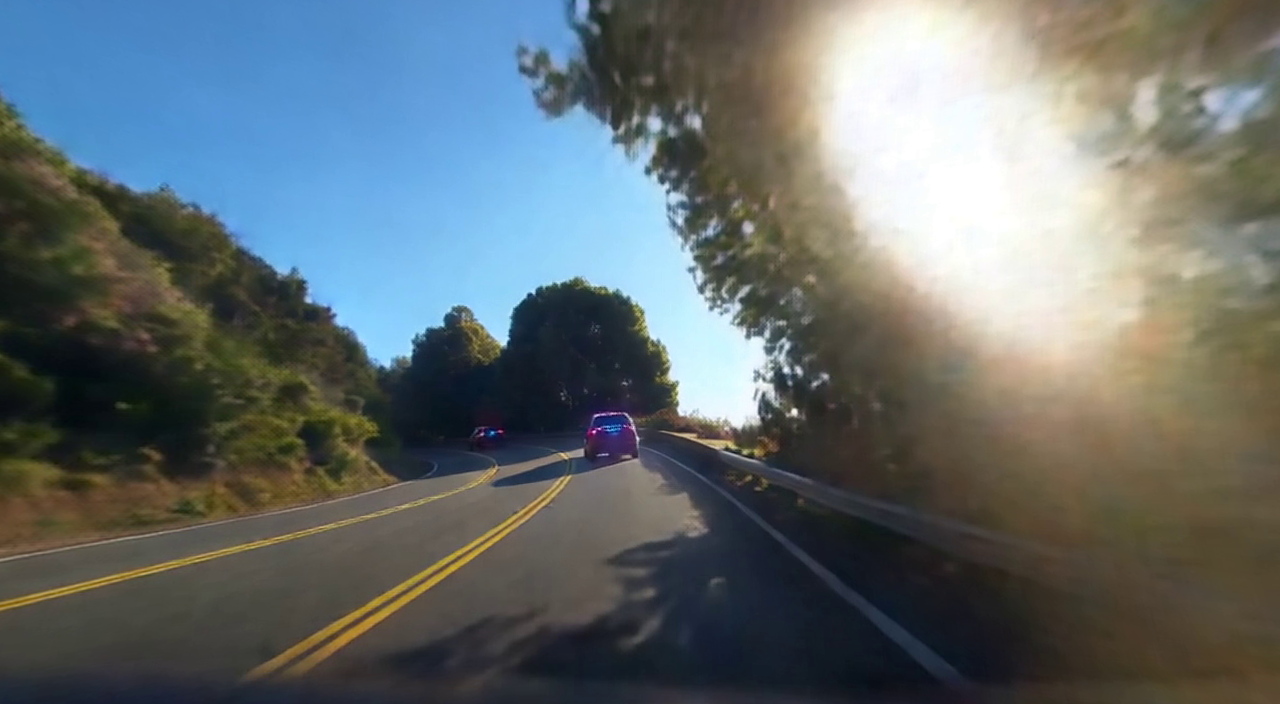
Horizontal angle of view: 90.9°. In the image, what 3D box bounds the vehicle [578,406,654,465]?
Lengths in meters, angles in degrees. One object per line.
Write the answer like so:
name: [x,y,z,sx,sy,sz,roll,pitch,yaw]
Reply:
vehicle: [-1.176,3.501,26.252,2.500,1.961,5.637,-5,-8,-8]
